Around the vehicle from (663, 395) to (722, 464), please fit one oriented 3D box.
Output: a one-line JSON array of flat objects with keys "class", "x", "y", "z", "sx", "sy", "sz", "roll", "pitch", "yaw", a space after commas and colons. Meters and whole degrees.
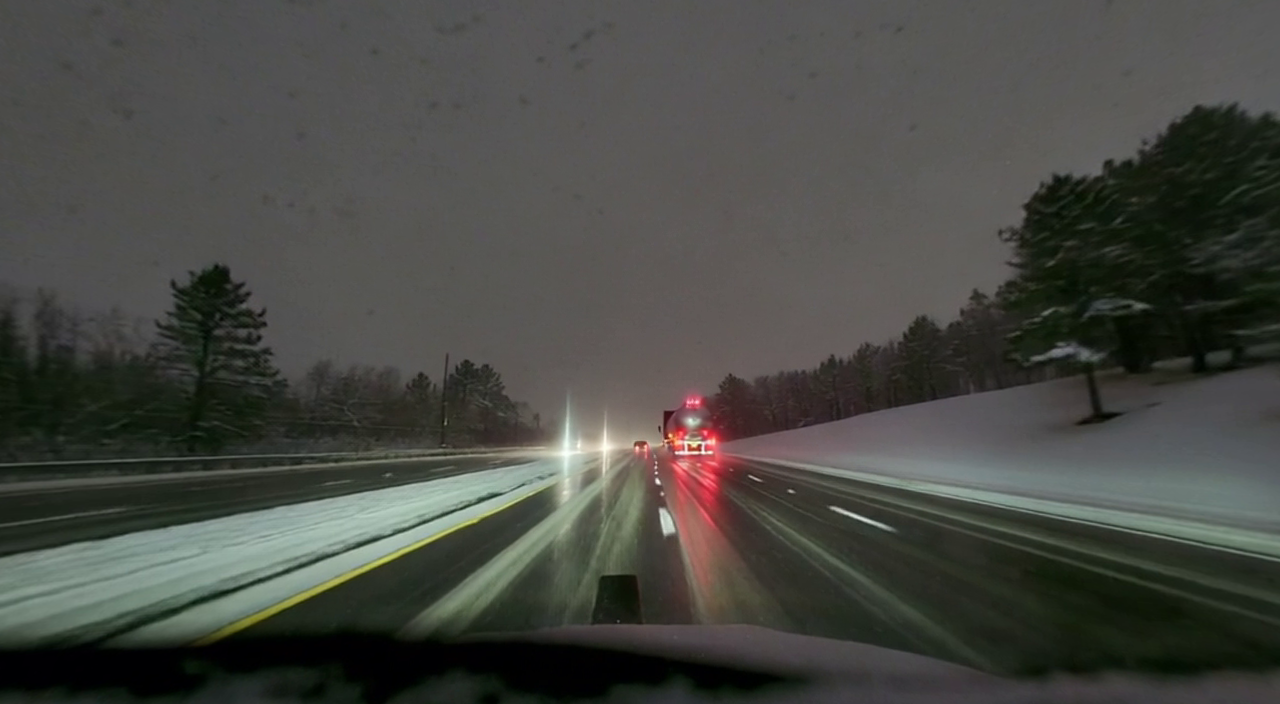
[{"class": "vehicle", "x": 3.059, "y": 5.034, "z": 40.157, "sx": 2.946, "sy": 3.745, "sz": 11.516, "roll": 0, "pitch": -8, "yaw": 1}]
